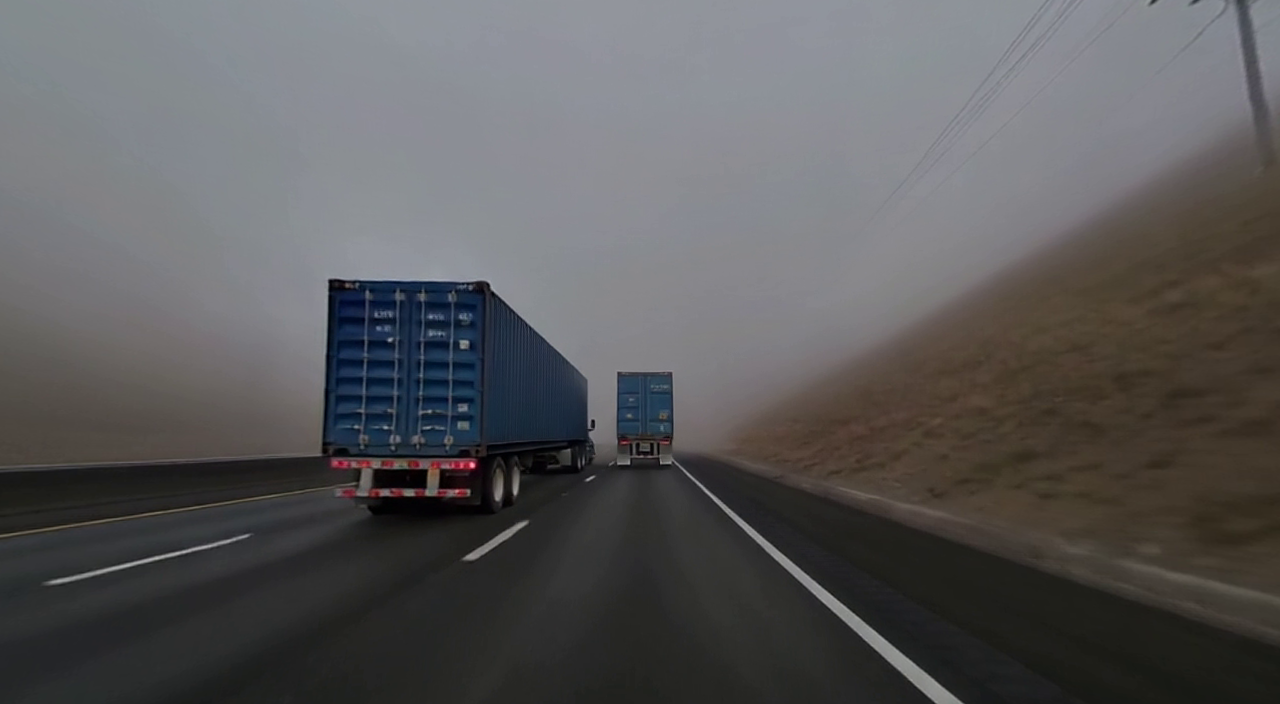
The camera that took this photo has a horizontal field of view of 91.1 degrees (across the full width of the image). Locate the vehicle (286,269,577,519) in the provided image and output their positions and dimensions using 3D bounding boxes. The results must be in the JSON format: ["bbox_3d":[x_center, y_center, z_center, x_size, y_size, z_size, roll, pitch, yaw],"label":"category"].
[{"bbox_3d":[-4.042,1.610,17.080,3.065,4.105,13.706,0,-8,1],"label":"vehicle"}]

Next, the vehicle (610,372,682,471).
[{"bbox_3d":[0.140,3.748,32.174,3.006,4.120,11.586,0,-8,-1],"label":"vehicle"}]
